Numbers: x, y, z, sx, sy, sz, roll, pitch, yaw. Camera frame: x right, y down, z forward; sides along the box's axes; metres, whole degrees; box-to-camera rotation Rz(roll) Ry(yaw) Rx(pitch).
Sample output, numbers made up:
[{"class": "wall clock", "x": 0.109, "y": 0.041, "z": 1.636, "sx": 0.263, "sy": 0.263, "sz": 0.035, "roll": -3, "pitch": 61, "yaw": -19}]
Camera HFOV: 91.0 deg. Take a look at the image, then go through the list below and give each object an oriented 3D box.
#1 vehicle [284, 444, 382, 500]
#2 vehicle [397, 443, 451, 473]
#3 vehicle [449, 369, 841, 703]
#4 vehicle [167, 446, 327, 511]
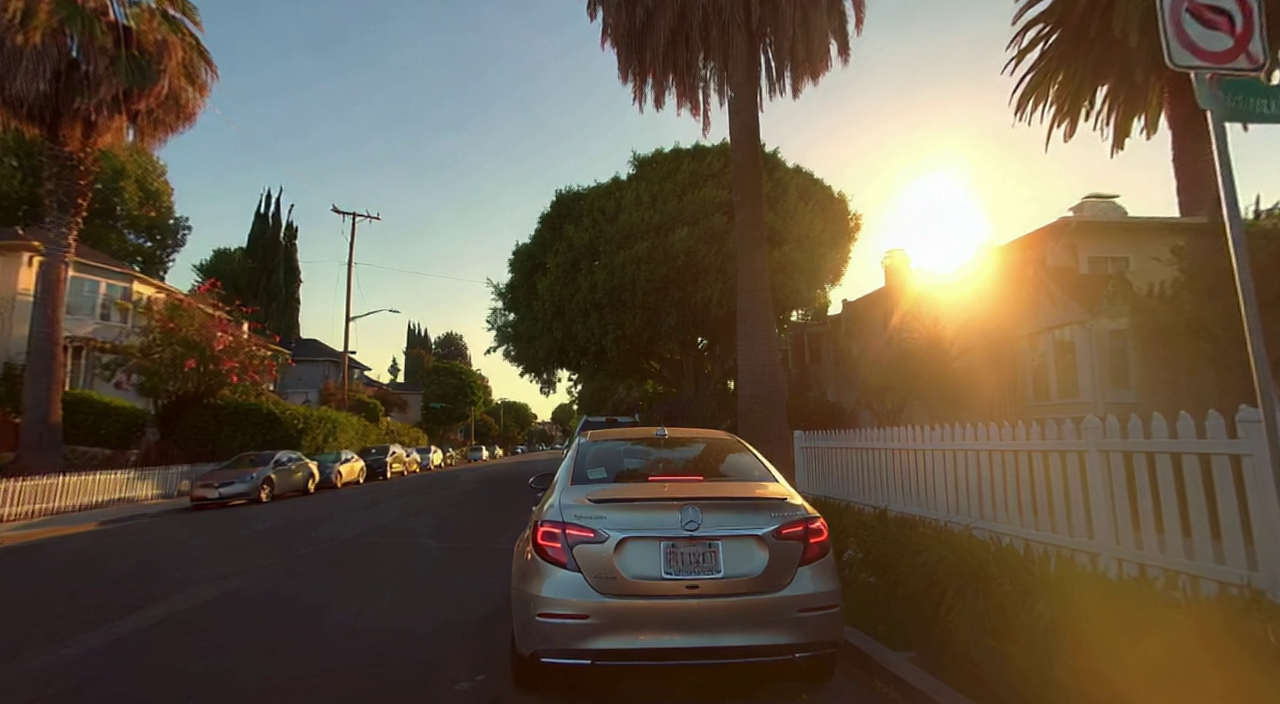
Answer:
[{"class": "vehicle", "x": -12.148, "y": 4.710, "z": 25.285, "sx": 2.048, "sy": 1.485, "sz": 4.757, "roll": -4, "pitch": -4, "yaw": -8}, {"class": "vehicle", "x": -13.157, "y": 6.464, "z": 38.692, "sx": 2.060, "sy": 1.689, "sz": 4.999, "roll": 1, "pitch": -8, "yaw": -7}, {"class": "vehicle", "x": -0.136, "y": 1.214, "z": 5.003, "sx": 1.894, "sy": 1.695, "sz": 3.795, "roll": 1, "pitch": -8, "yaw": -6}, {"class": "vehicle", "x": -11.401, "y": 3.650, "z": 18.805, "sx": 2.017, "sy": 1.627, "sz": 5.039, "roll": 1, "pitch": -8, "yaw": -7}]
